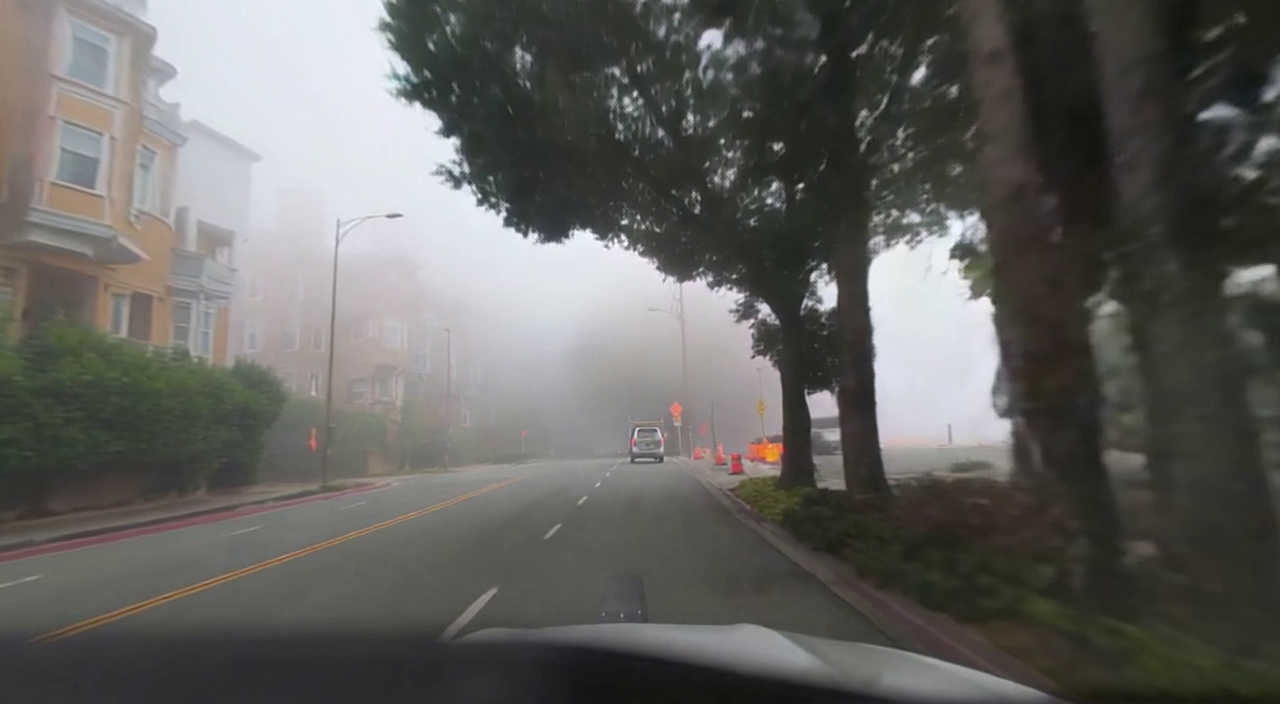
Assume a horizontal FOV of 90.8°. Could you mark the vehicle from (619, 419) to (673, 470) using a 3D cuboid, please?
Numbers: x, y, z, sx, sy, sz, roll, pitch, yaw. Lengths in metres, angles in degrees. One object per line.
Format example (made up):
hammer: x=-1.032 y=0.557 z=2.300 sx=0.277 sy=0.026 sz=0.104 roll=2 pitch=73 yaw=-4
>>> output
vehicle: x=0.163 y=4.107 z=28.144 sx=2.169 sy=2.015 sz=5.206 roll=0 pitch=-8 yaw=-2

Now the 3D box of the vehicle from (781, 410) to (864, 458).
vehicle: x=9.700 y=4.560 z=34.342 sx=2.253 sy=2.306 sz=6.753 roll=0 pitch=-9 yaw=-2

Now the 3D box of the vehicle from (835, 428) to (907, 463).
vehicle: x=10.657 y=4.338 z=29.353 sx=1.698 sy=1.548 sz=2.969 roll=3 pitch=-8 yaw=-14
